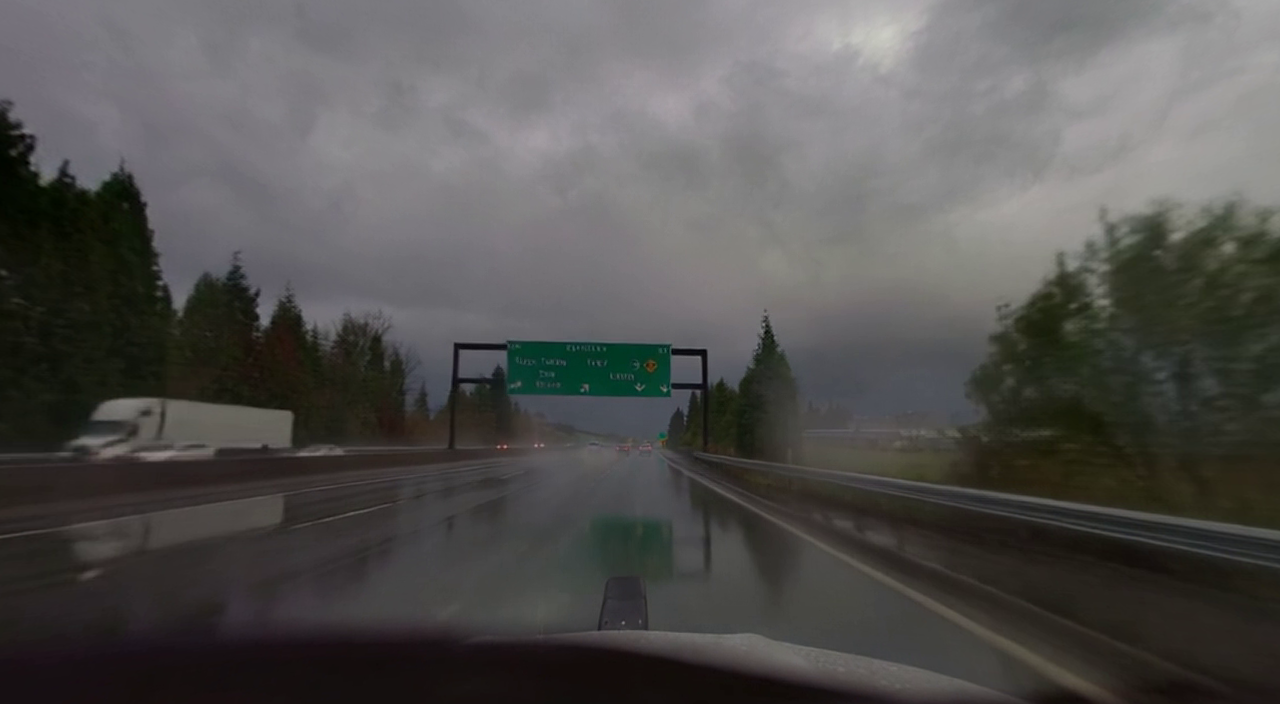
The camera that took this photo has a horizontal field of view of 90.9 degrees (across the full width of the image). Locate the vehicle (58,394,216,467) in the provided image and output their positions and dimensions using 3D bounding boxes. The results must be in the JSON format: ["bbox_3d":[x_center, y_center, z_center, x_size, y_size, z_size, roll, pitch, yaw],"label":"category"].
[{"bbox_3d":[-28.262,4.595,35.971,3.003,3.733,6.945,0,-9,1],"label":"vehicle"}]

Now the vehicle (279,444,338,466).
[{"bbox_3d":[-23.713,7.397,45.264,1.836,1.450,4.415,0,-9,-1],"label":"vehicle"}]
